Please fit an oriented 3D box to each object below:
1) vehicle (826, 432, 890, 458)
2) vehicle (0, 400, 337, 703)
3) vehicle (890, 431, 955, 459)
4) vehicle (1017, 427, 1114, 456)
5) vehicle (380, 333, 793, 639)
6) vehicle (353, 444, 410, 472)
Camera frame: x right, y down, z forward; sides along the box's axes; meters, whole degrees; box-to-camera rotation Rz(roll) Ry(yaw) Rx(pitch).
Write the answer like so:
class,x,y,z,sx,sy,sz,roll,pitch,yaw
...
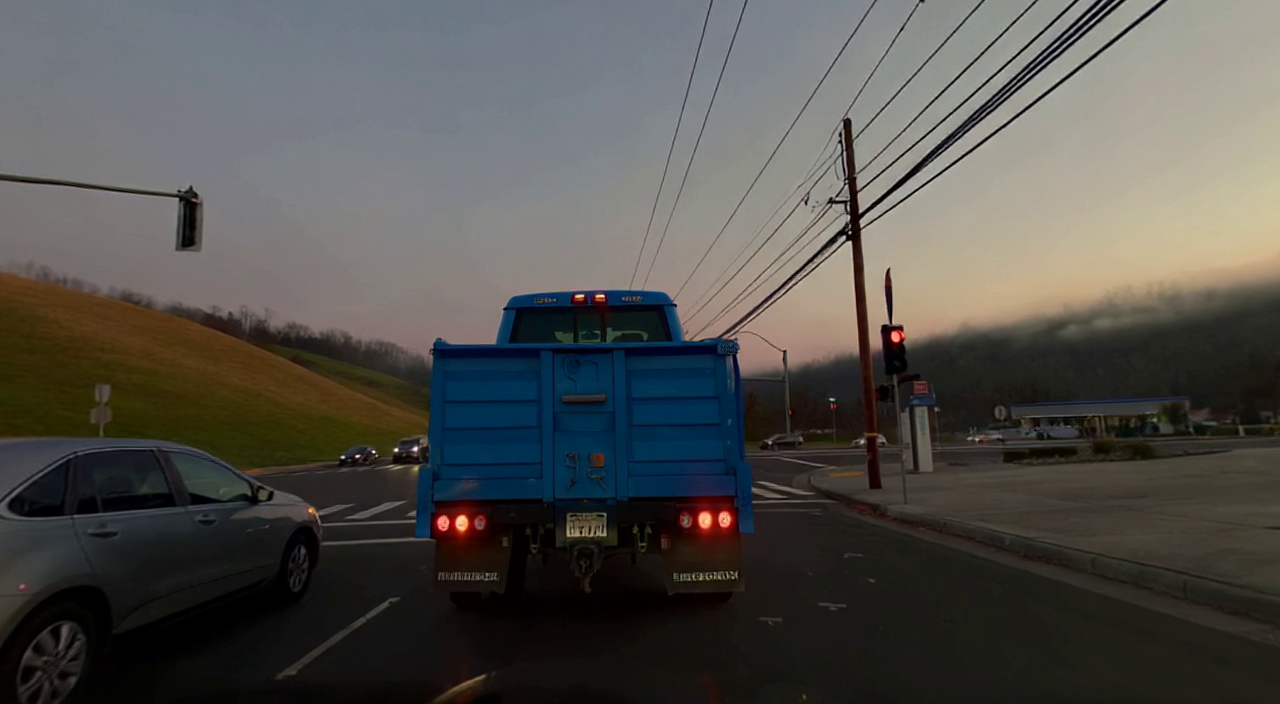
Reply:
class,x,y,z,sx,sy,sz,roll,pitch,yaw
vehicle,16.090,6.841,46.316,4.975,1.799,2.117,7,-11,-39
vehicle,-3.960,1.191,3.970,2.017,1.555,4.150,-1,-9,0
vehicle,19.194,6.323,42.688,5.021,1.757,2.012,7,-11,-41
vehicle,25.565,5.401,37.917,4.419,1.496,1.854,-2,-9,1
vehicle,-0.423,1.326,7.198,2.859,2.144,5.406,0,-9,-1
vehicle,-17.117,7.021,41.902,2.133,1.690,4.331,0,-9,-3
